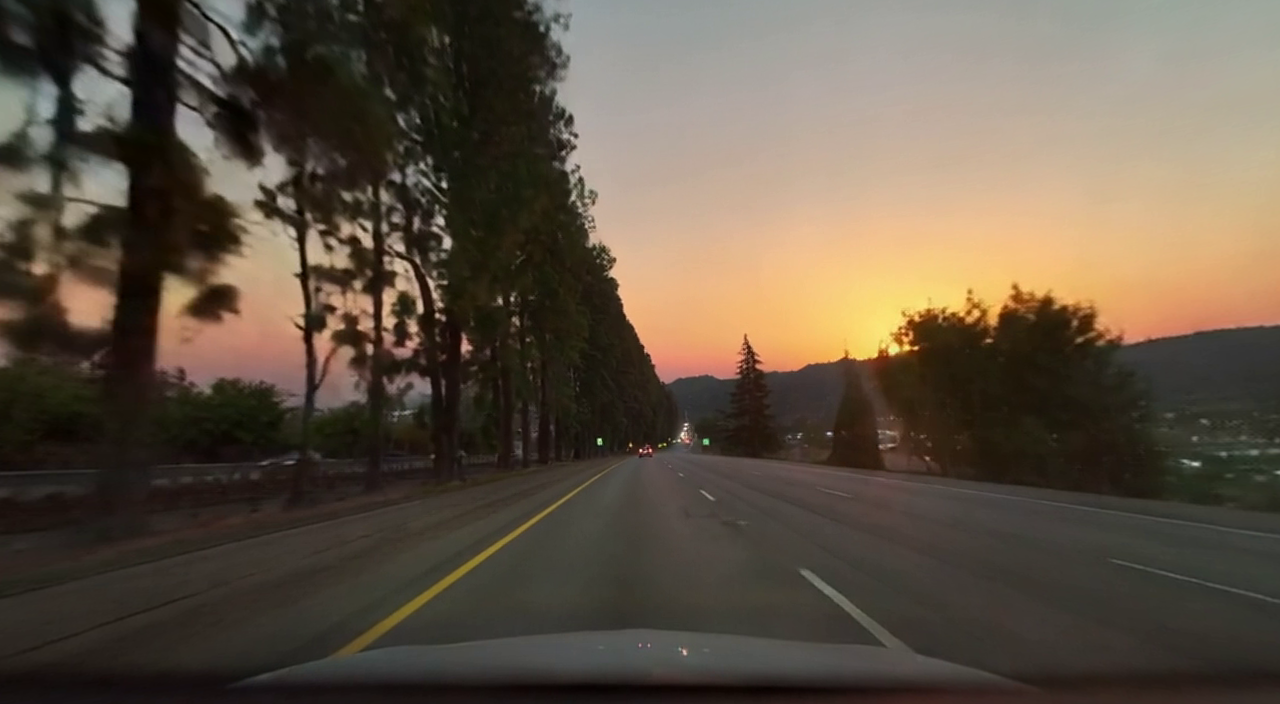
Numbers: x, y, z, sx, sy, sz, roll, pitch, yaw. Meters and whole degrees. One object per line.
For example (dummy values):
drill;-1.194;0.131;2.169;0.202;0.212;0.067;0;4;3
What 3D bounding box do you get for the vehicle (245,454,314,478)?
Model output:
vehicle;-24.621;7.754;43.276;1.873;1.456;4.716;0;-8;1
